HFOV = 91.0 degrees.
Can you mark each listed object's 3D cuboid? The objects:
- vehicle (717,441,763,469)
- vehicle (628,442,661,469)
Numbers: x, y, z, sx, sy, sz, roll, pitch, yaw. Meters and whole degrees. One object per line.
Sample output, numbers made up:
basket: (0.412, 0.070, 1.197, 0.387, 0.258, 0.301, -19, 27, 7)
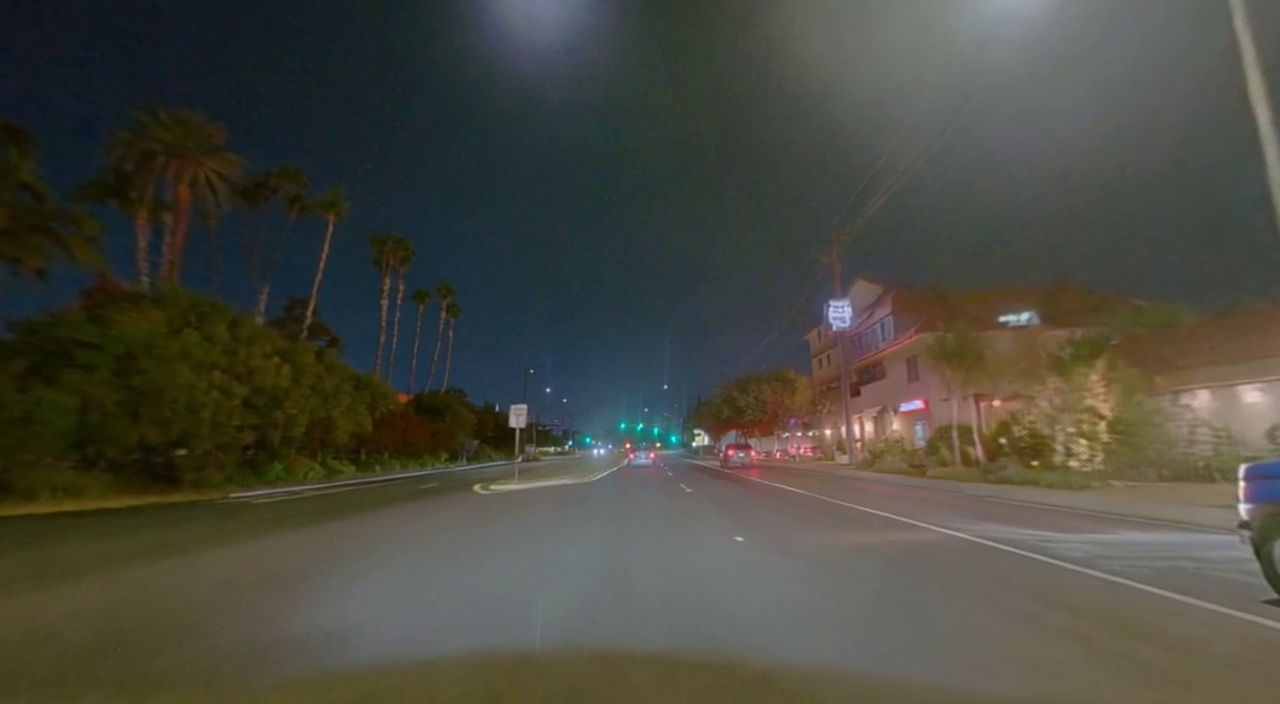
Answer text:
vehicle: (6.656, 6.904, 42.363, 2.252, 1.718, 4.617, 0, -9, 0)
vehicle: (0.282, 6.944, 42.428, 2.138, 1.702, 4.168, 0, -9, 0)
